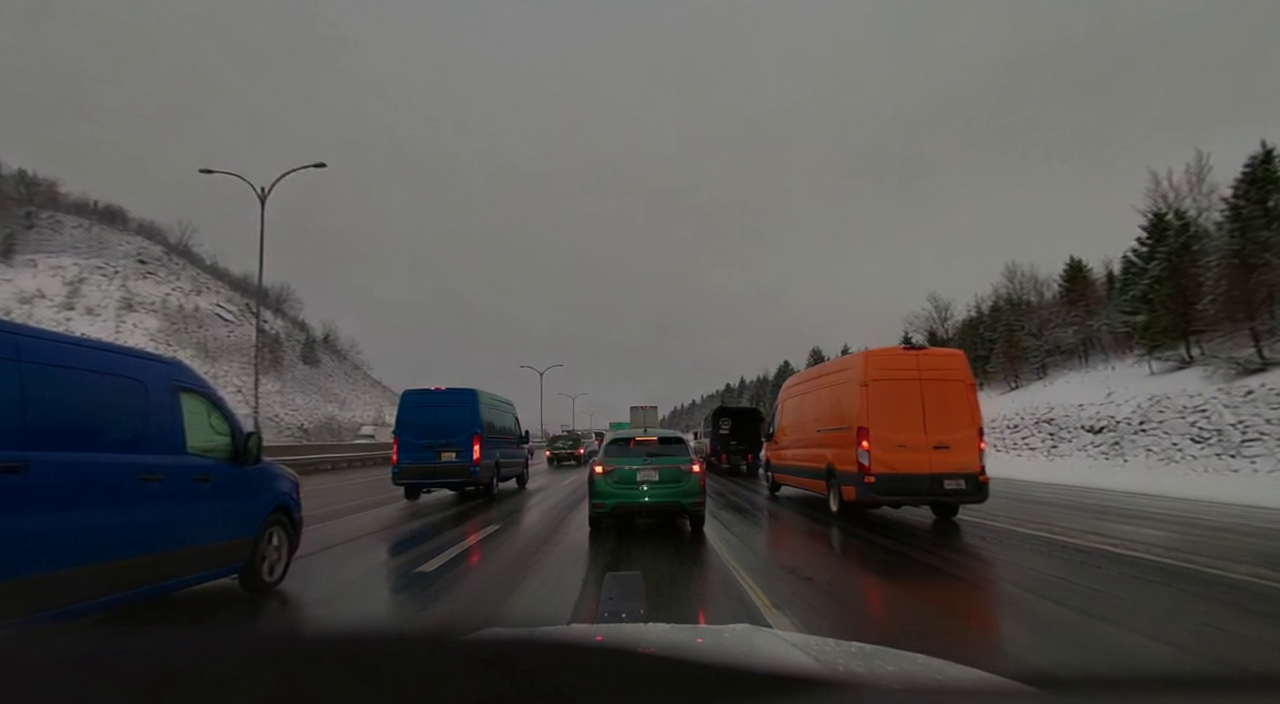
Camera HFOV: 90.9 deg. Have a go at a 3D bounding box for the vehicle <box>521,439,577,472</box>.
[{"bbox_3d":[-4.302,4.958,30.449,2.007,1.457,4.447,0,-8,1],"label":"vehicle"}]

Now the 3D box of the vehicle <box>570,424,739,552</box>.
[{"bbox_3d":[0.126,1.914,9.532,2.003,1.499,3.930,0,-8,-1],"label":"vehicle"}]

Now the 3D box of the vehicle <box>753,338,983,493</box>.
[{"bbox_3d":[6.736,2.382,21.485,2.977,3.878,11.111,0,-8,-4],"label":"vehicle"}]

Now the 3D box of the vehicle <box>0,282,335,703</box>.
[{"bbox_3d":[-4.252,0.795,3.649,2.195,2.086,5.445,0,-8,0],"label":"vehicle"}]

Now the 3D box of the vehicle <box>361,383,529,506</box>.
[{"bbox_3d":[-4.530,2.324,15.942,2.300,2.522,5.701,-1,-8,1],"label":"vehicle"}]
